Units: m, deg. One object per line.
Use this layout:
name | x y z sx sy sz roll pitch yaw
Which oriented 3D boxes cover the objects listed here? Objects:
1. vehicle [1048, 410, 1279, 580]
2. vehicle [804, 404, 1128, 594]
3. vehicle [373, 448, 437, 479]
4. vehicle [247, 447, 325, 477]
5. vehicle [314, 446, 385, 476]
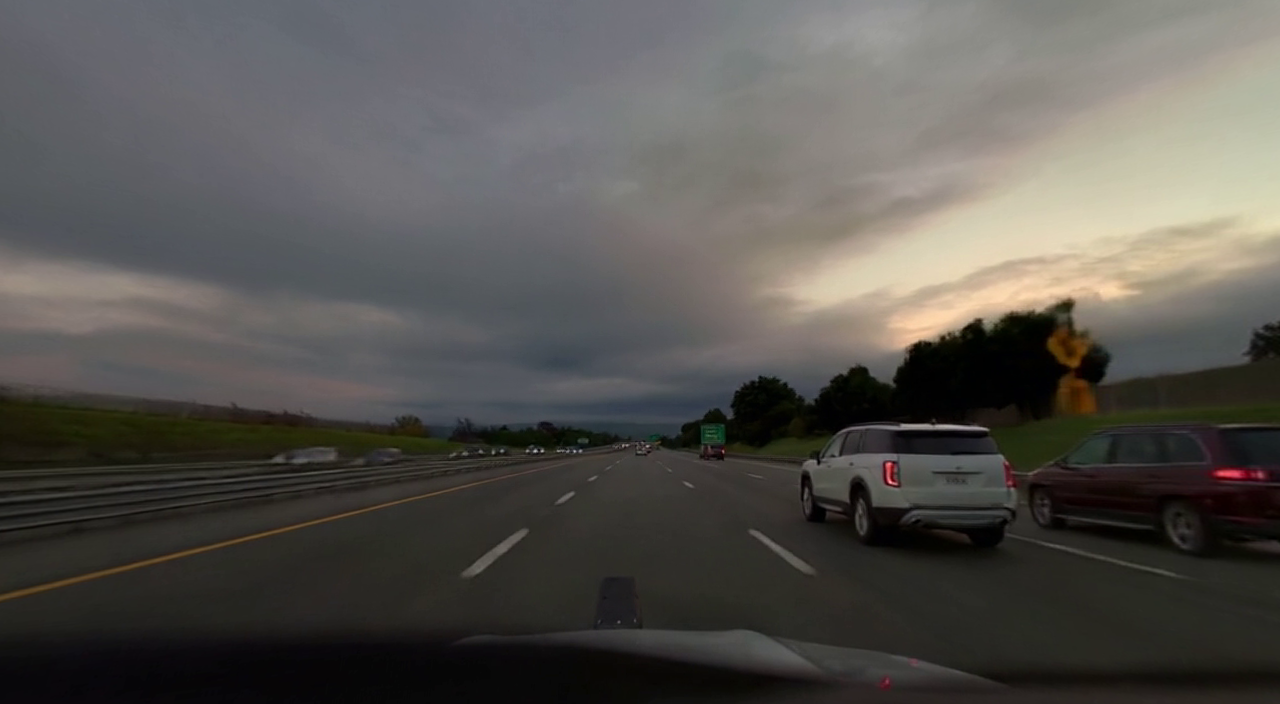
vehicle | 7.756 1.785 8.383 1.898 1.798 3.805 0 -9 -2
vehicle | 3.572 1.677 7.934 1.784 1.733 4.141 0 -9 -1
vehicle | -11.040 5.244 29.707 1.608 1.362 3.878 0 -9 -1
vehicle | -18.476 5.732 32.904 1.856 1.495 3.726 0 -9 0
vehicle | -14.821 5.574 32.219 1.718 1.435 3.986 0 -9 0
